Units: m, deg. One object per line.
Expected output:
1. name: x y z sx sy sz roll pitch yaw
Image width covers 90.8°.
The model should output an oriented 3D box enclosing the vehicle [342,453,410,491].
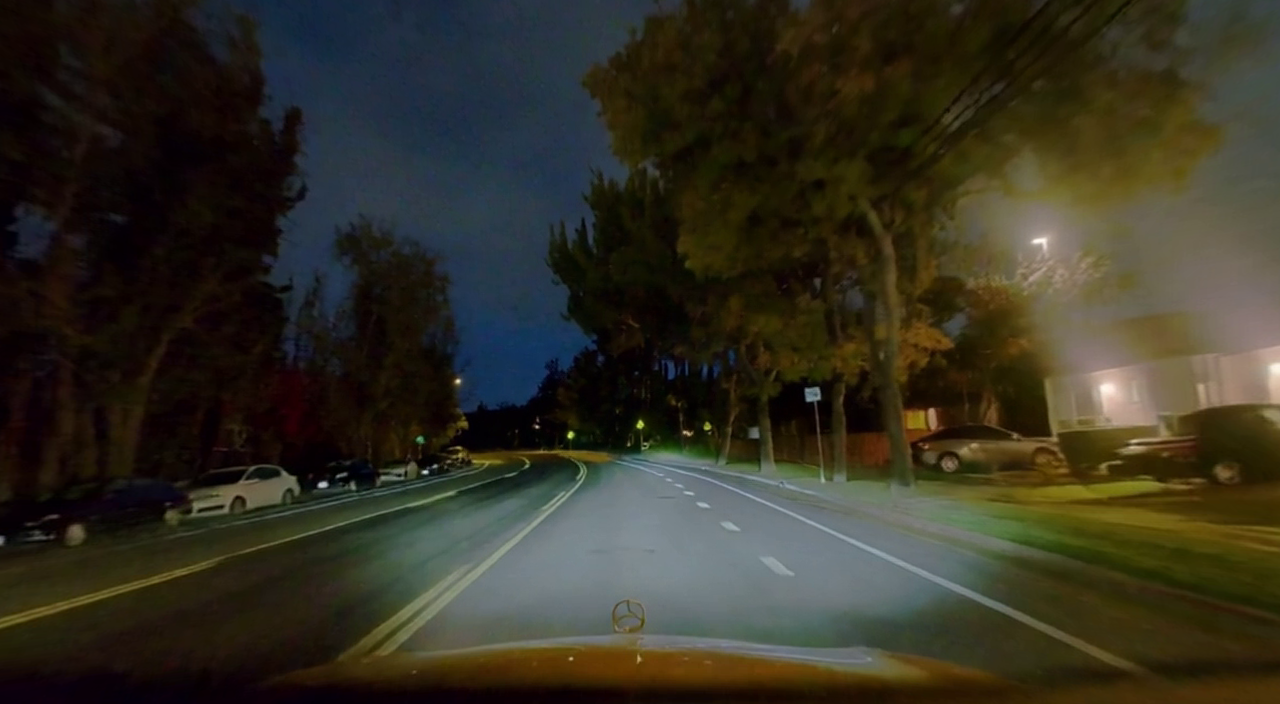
1. vehicle: -11.907 5.394 28.761 1.750 1.471 3.960 2 -8 -7

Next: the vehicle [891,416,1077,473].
1. vehicle: 10.991 2.998 20.475 4.760 1.738 2.052 0 -8 0

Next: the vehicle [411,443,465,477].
1. vehicle: -12.916 6.905 40.725 2.190 1.789 5.477 -4 -7 -6

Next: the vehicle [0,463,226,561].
1. vehicle: -10.974 3.096 12.970 1.922 1.496 4.598 0 -8 -2

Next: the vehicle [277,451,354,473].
1. vehicle: -23.109 7.851 45.059 4.435 1.472 1.870 0 -8 0

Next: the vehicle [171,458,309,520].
1. vehicle: -11.218 3.822 18.013 1.586 1.433 3.485 1 -8 0

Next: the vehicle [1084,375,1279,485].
1. vehicle: 12.604 1.561 12.517 5.437 1.931 2.837 0 -8 1
